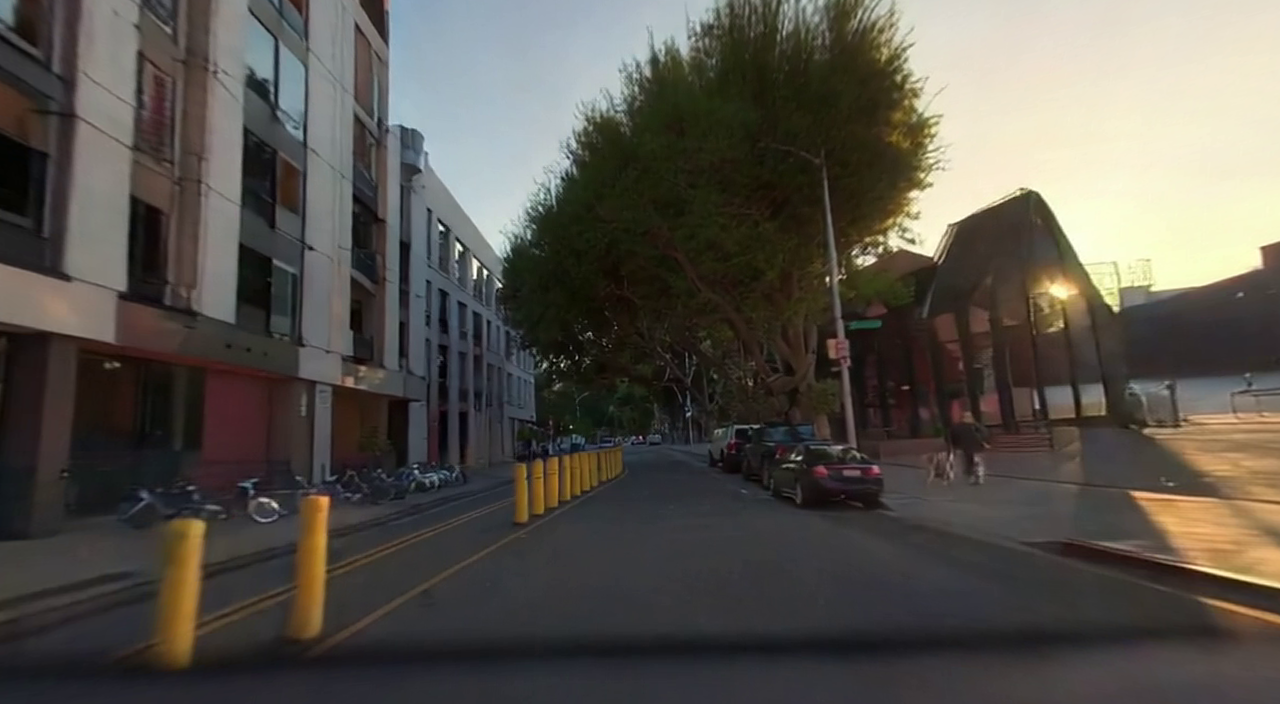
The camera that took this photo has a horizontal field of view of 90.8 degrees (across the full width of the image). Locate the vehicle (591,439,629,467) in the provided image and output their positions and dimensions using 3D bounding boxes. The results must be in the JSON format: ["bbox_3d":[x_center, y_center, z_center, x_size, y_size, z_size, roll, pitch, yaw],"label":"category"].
[{"bbox_3d":[-1.700,5.880,36.988,2.035,1.506,4.075,-1,-8,-1],"label":"vehicle"}]

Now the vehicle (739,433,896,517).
[{"bbox_3d":[3.559,2.526,13.607,2.020,1.448,4.220,-1,-8,-2],"label":"vehicle"}]
